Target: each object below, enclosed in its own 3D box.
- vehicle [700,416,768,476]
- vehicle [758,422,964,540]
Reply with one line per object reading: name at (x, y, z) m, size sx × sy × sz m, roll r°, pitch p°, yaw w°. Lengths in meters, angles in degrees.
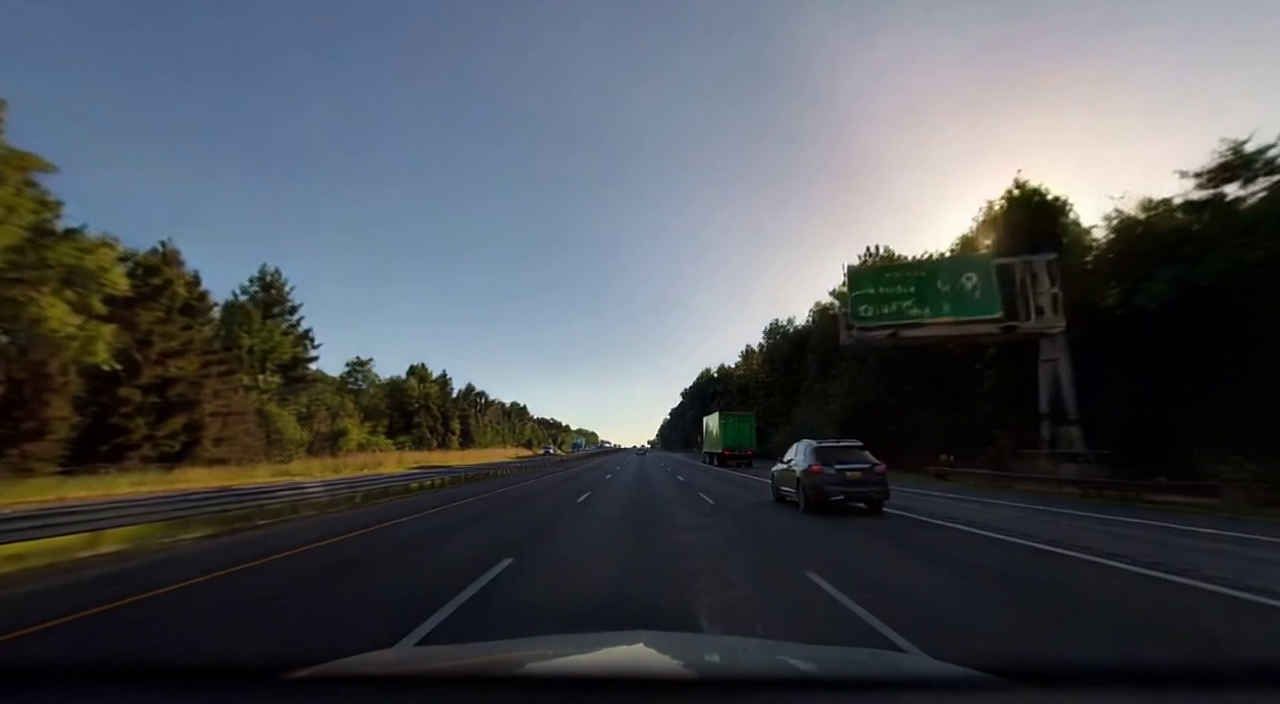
vehicle at (4.337, 4.515, 30.140) m, size 2.300 × 2.564 × 5.643 m, roll 0°, pitch -9°, yaw -1°
vehicle at (3.435, 2.091, 10.756) m, size 2.019 × 1.601 × 3.953 m, roll 0°, pitch -9°, yaw 0°
